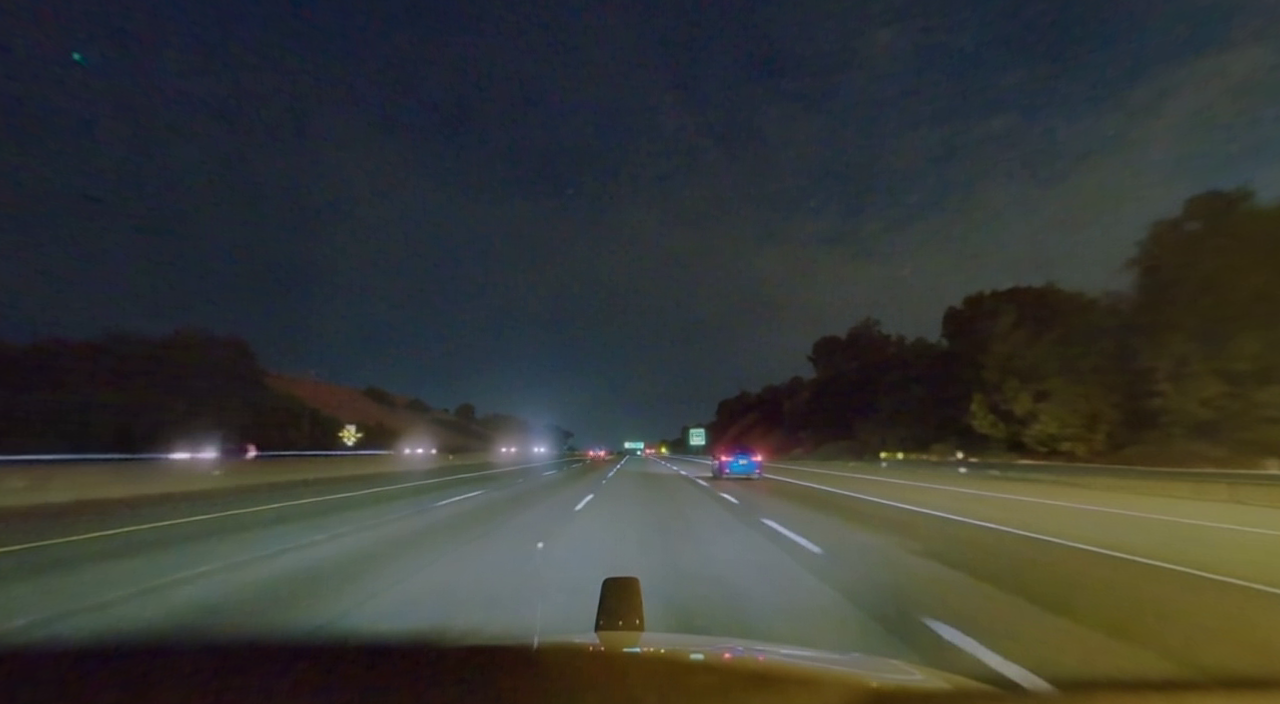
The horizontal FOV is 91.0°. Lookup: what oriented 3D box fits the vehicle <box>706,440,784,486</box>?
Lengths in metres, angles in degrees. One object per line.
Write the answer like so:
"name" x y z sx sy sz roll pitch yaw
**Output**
"vehicle" 3.710 4.032 23.112 2.033 1.501 4.398 0 -9 -1
